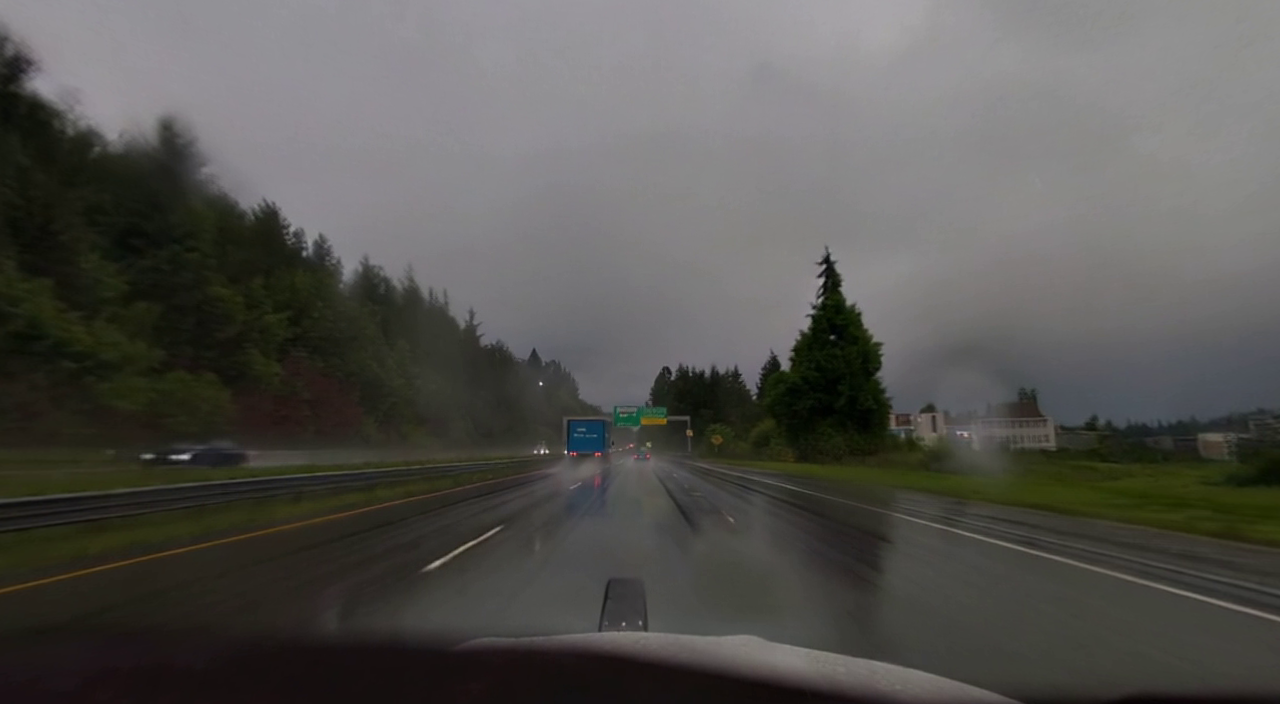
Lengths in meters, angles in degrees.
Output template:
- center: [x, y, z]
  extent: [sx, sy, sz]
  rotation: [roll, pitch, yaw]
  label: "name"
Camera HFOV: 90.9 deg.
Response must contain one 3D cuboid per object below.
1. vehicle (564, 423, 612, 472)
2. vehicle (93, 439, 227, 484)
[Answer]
- center: [-3.536, 6.701, 44.359]
  extent: [2.695, 3.151, 6.885]
  rotation: [0, -9, 1]
  label: "vehicle"
- center: [-17.653, 4.024, 23.448]
  extent: [1.757, 1.491, 4.055]
  rotation: [0, -9, 0]
  label: "vehicle"
